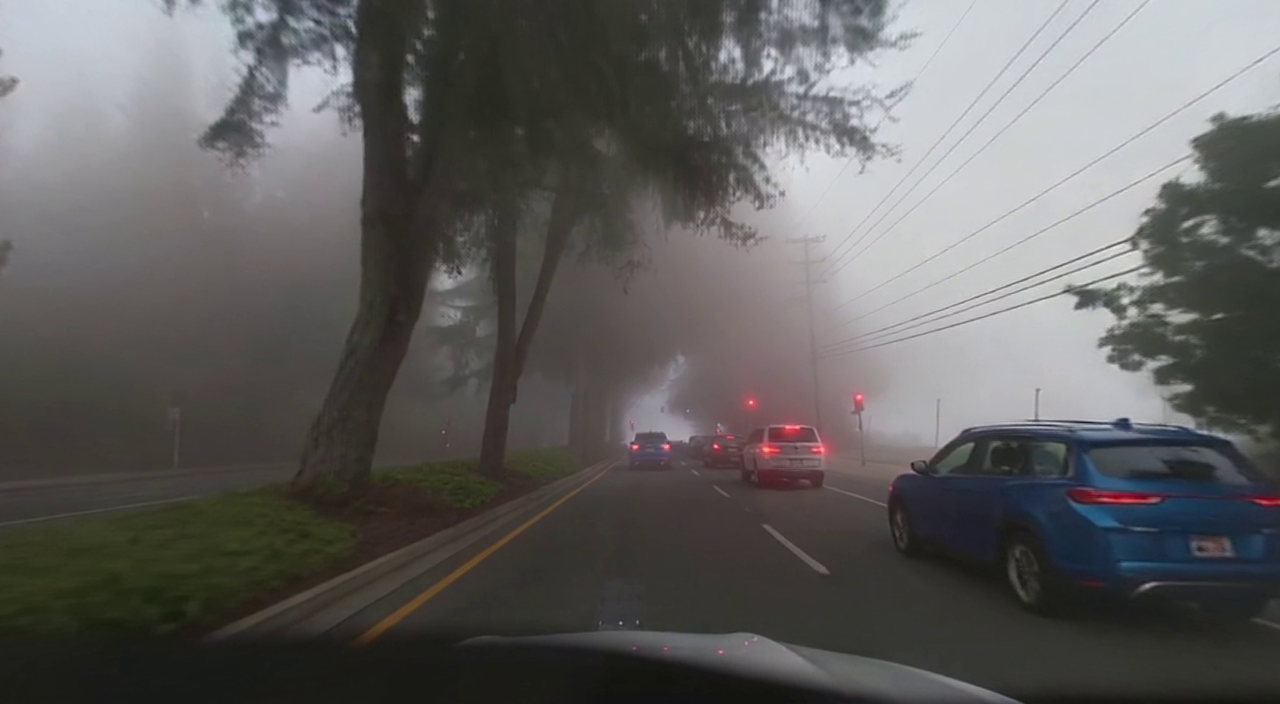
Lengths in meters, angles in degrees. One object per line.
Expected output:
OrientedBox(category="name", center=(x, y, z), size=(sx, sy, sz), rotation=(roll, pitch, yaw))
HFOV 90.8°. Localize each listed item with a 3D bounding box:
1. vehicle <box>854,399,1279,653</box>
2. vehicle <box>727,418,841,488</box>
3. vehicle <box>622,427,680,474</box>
OrientedBox(category="vehicle", center=(3.761, 1.355, 6.023), size=(1.881, 1.512, 4.294), rotation=(0, -8, -1))
OrientedBox(category="vehicle", center=(4.167, 3.036, 19.254), size=(2.254, 1.840, 4.918), rotation=(0, -8, 0))
OrientedBox(category="vehicle", center=(0.426, 4.023, 25.895), size=(2.163, 1.746, 4.073), rotation=(-1, -8, 0))
